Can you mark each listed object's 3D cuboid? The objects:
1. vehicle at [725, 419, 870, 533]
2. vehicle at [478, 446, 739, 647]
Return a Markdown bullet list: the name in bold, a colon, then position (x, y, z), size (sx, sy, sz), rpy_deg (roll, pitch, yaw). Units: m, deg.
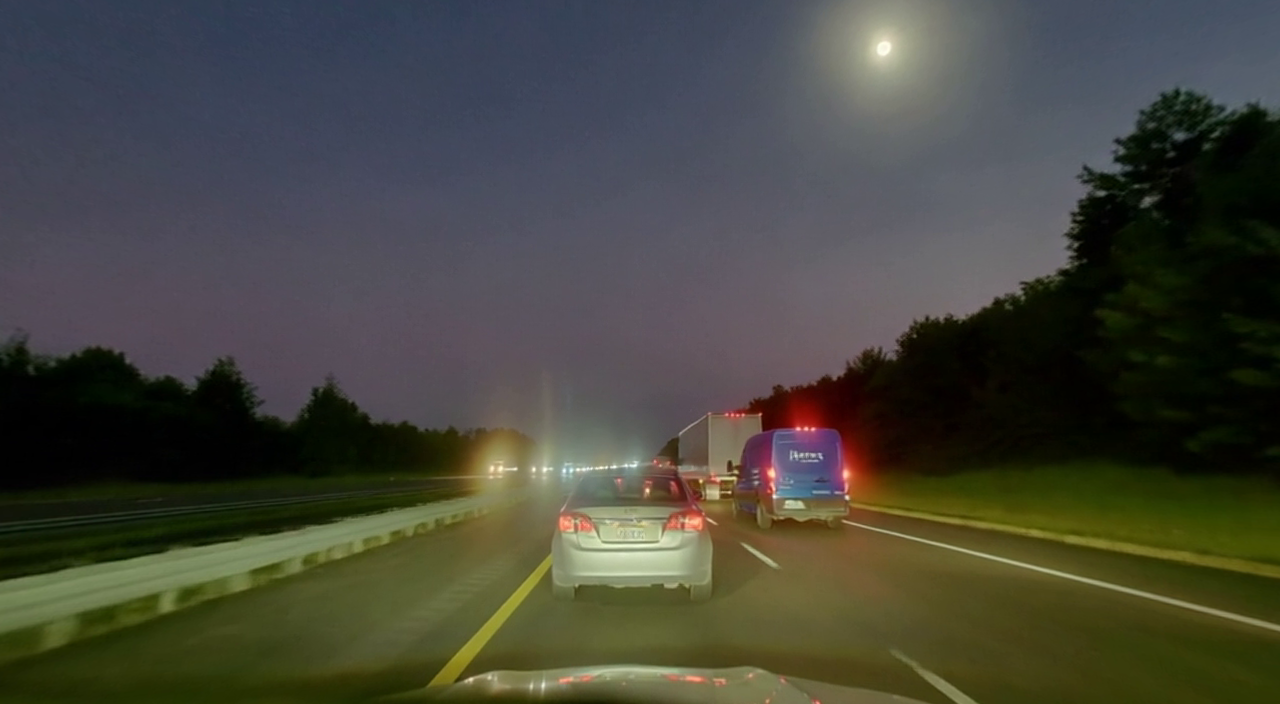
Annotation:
- **vehicle**: position (3.934, 3.310, 17.017), size (2.328, 2.537, 5.290), rpy_deg (1, -11, -2)
- **vehicle**: position (-0.264, 1.813, 6.596), size (1.980, 1.493, 3.410), rpy_deg (1, -11, -1)
